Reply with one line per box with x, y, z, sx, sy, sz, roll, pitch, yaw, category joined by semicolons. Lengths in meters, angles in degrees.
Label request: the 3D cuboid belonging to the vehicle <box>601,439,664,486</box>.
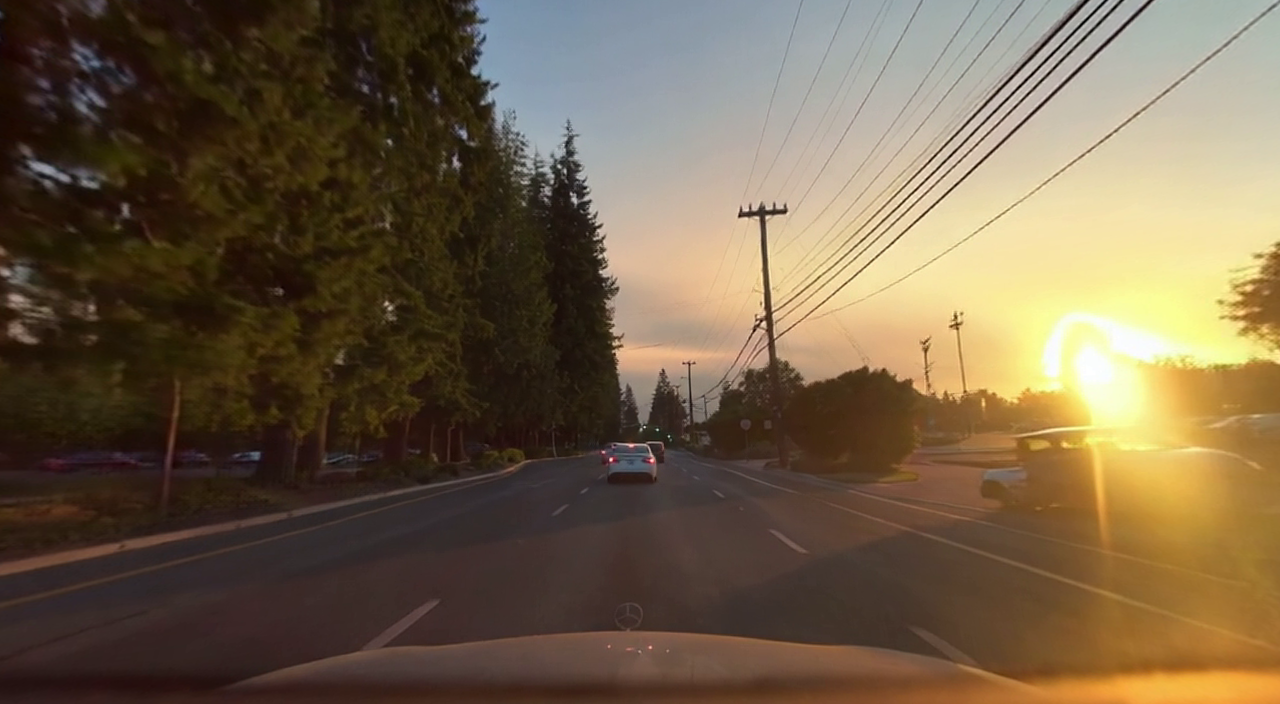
-0.239;3.774;21.736;1.991;1.463;3.988;0;-8;0;vehicle
